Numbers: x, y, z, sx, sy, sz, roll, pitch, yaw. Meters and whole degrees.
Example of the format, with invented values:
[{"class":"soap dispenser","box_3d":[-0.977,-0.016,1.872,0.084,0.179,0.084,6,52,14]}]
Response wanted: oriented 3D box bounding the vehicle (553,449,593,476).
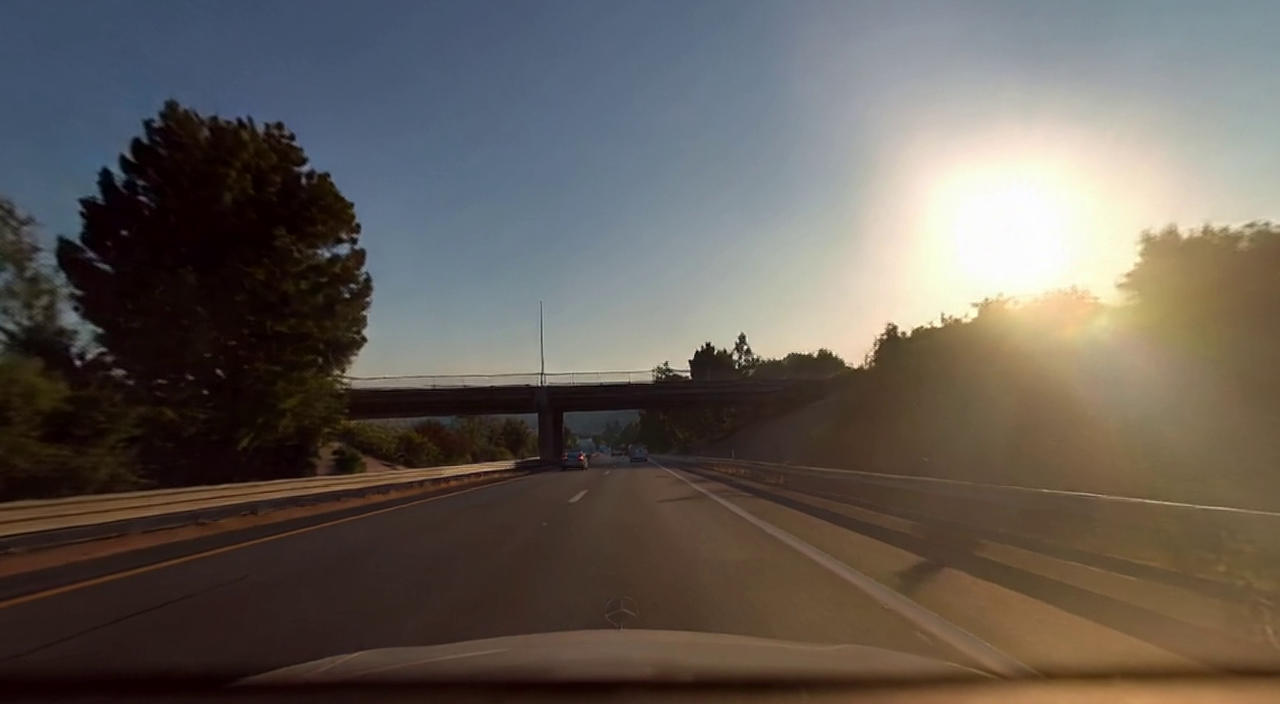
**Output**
[{"class":"vehicle","box_3d":[-4.262,7.053,40.595,2.076,1.637,4.526,0,-9,0]}]
